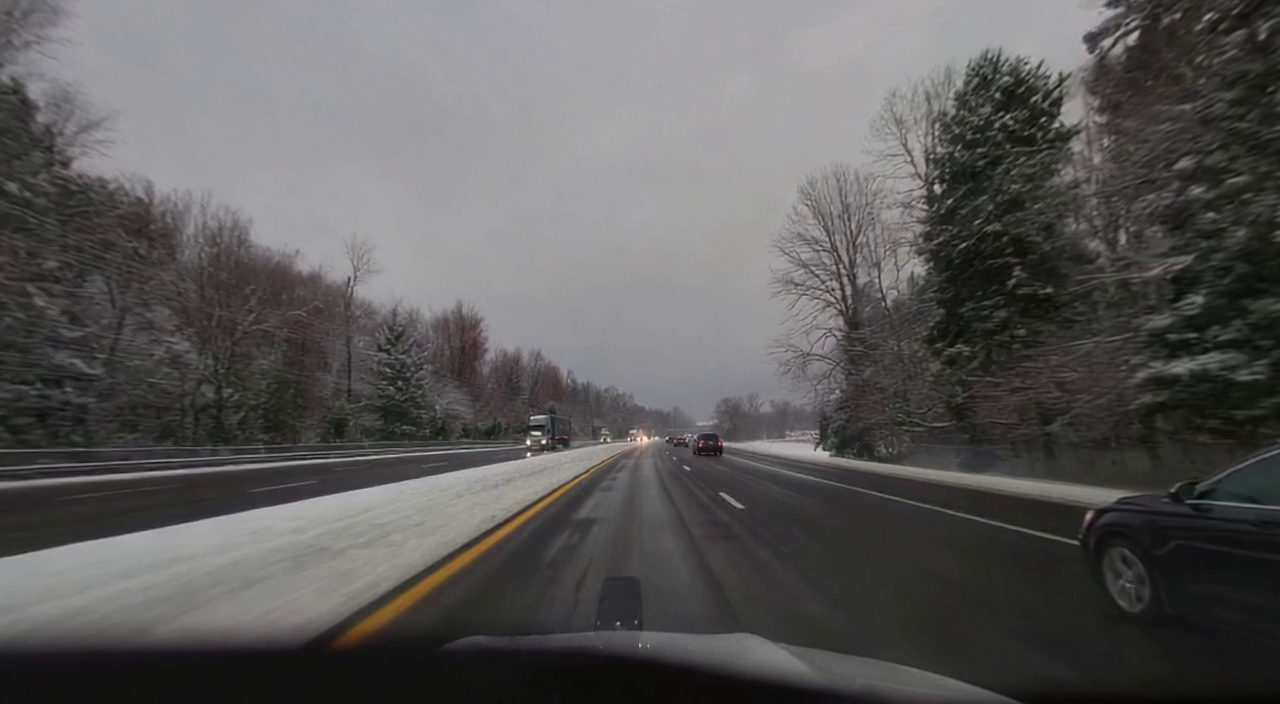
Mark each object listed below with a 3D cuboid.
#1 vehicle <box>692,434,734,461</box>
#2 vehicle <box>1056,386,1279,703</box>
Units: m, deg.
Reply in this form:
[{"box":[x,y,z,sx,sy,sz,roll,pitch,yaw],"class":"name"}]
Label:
[{"box":[4.332,5.759,37.886,2.024,1.516,4.197,0,-8,0],"class":"vehicle"},{"box":[3.948,0.851,2.328,2.023,1.545,4.029,0,-8,0],"class":"vehicle"}]
